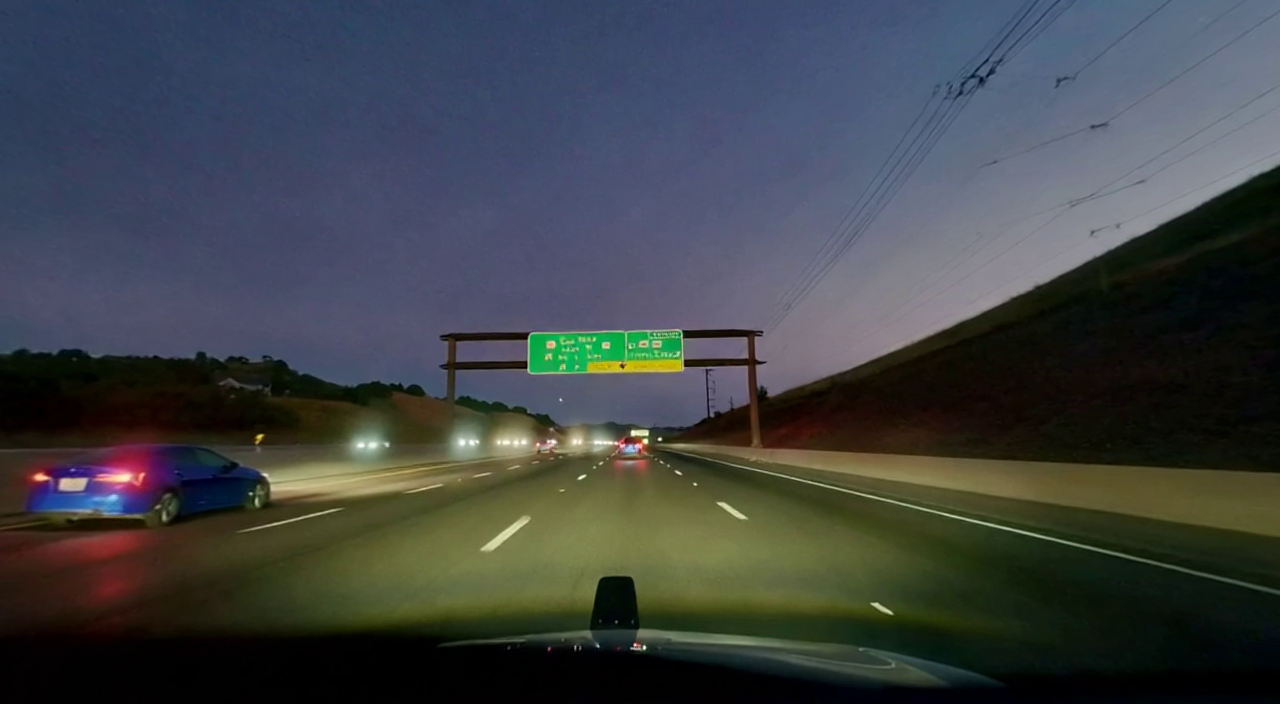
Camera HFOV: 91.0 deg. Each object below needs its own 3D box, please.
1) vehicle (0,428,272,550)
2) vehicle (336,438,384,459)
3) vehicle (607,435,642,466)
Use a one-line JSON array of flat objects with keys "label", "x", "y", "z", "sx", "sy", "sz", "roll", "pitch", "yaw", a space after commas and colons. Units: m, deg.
[{"label": "vehicle", "x": -8.146, "y": 2.002, "z": 9.966, "sx": 2.047, "sy": 1.486, "sz": 4.306, "roll": 0, "pitch": -8, "yaw": -1}, {"label": "vehicle", "x": -20.124, "y": 6.928, "z": 45.331, "sx": 1.750, "sy": 1.449, "sz": 3.748, "roll": 0, "pitch": -8, "yaw": -1}, {"label": "vehicle", "x": -0.935, "y": 5.949, "z": 38.142, "sx": 2.040, "sy": 1.715, "sz": 3.906, "roll": 0, "pitch": -8, "yaw": -1}]
